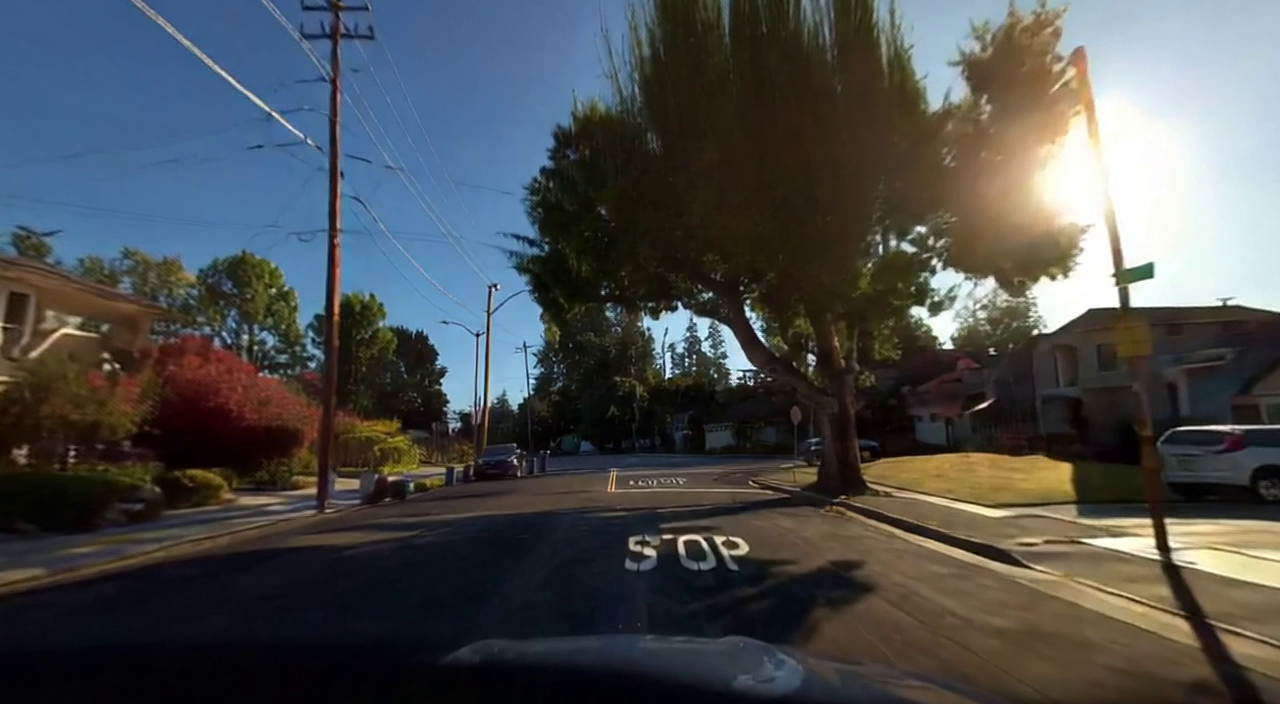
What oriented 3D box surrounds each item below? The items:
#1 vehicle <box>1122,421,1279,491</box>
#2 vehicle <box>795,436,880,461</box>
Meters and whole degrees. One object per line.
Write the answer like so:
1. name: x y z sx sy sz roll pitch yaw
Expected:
1. vehicle: 14.515 2.403 14.752 4.737 1.493 2.001 -1 -8 3
2. vehicle: 11.912 5.824 38.240 4.452 1.482 2.017 2 -8 -12
